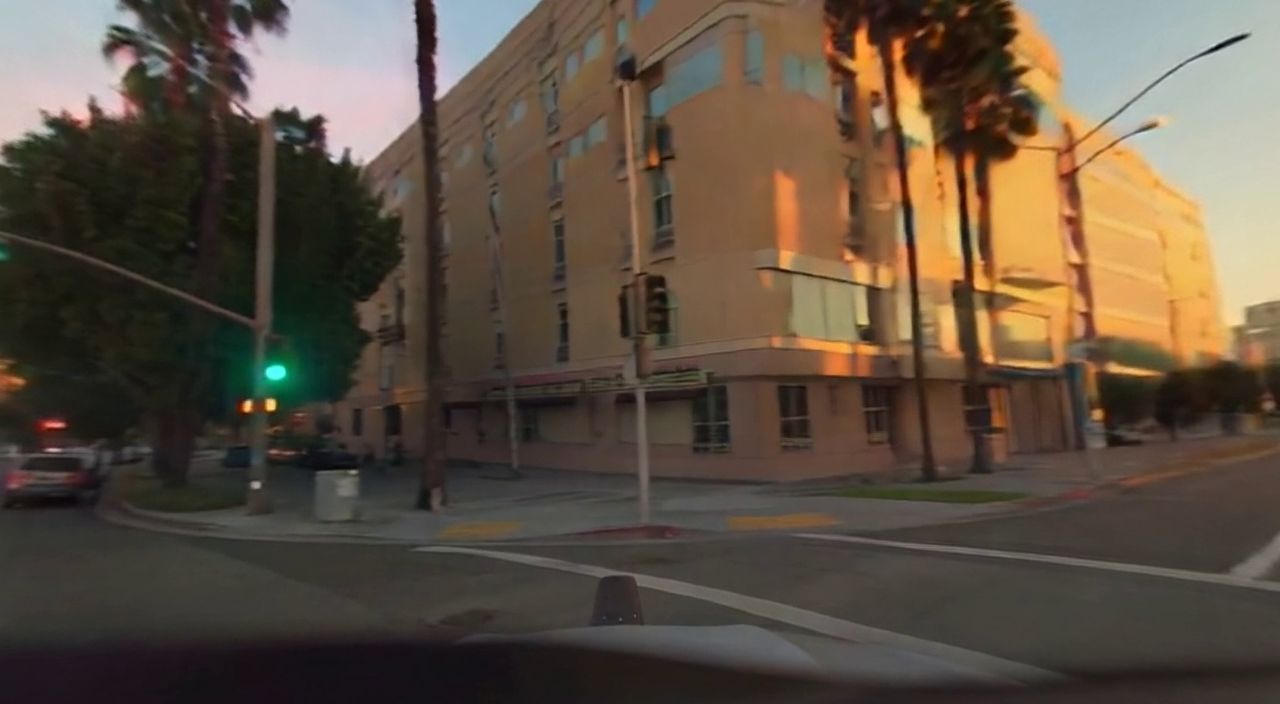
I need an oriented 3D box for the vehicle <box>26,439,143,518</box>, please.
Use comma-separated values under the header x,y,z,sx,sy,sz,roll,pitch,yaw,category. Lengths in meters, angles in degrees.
x,y,z,sx,sy,sz,roll,pitch,yaw,category
-15.342,3.424,17.712,2.006,1.867,4.651,6,-10,-37,vehicle
